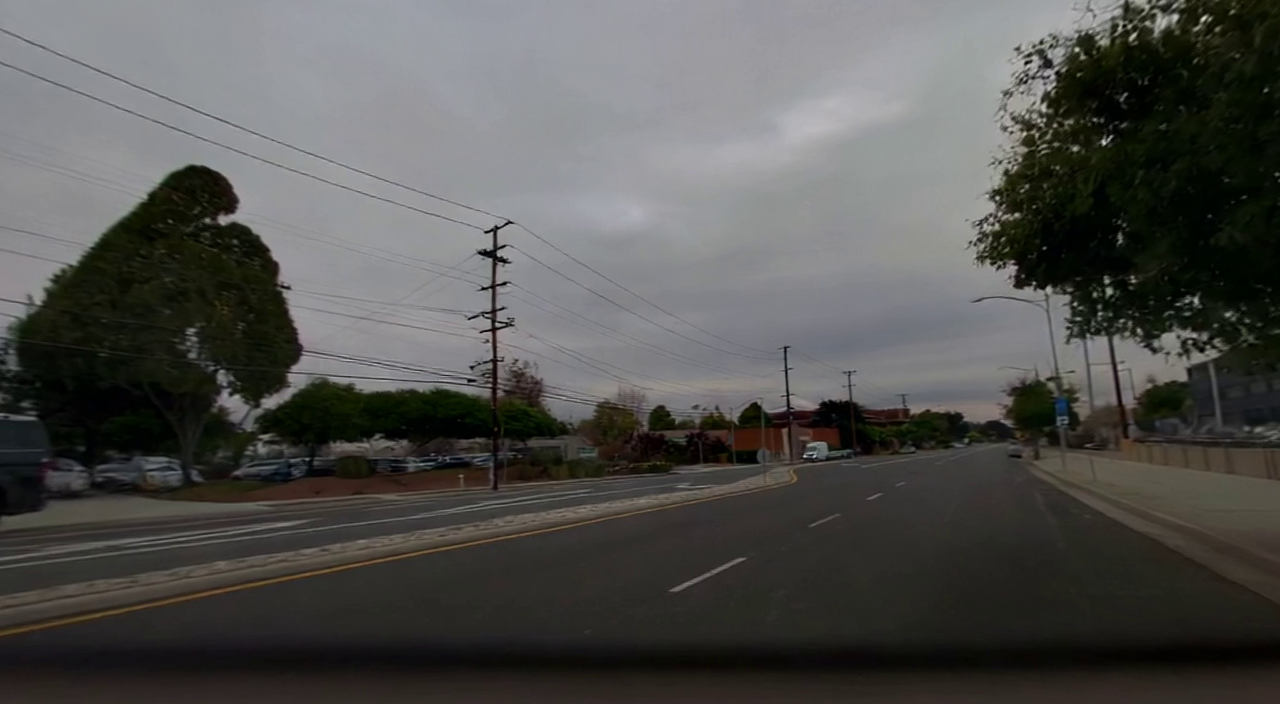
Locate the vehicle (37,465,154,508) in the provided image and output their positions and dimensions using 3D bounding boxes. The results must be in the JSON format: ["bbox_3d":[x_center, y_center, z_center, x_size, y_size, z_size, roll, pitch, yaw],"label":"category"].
[{"bbox_3d":[-27.151,6.696,31.600,4.467,1.929,2.134,-3,-9,15],"label":"vehicle"}]

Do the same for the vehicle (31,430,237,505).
[{"bbox_3d":[-28.256,6.511,35.322,11.101,3.738,2.966,-5,-10,17],"label":"vehicle"}]
